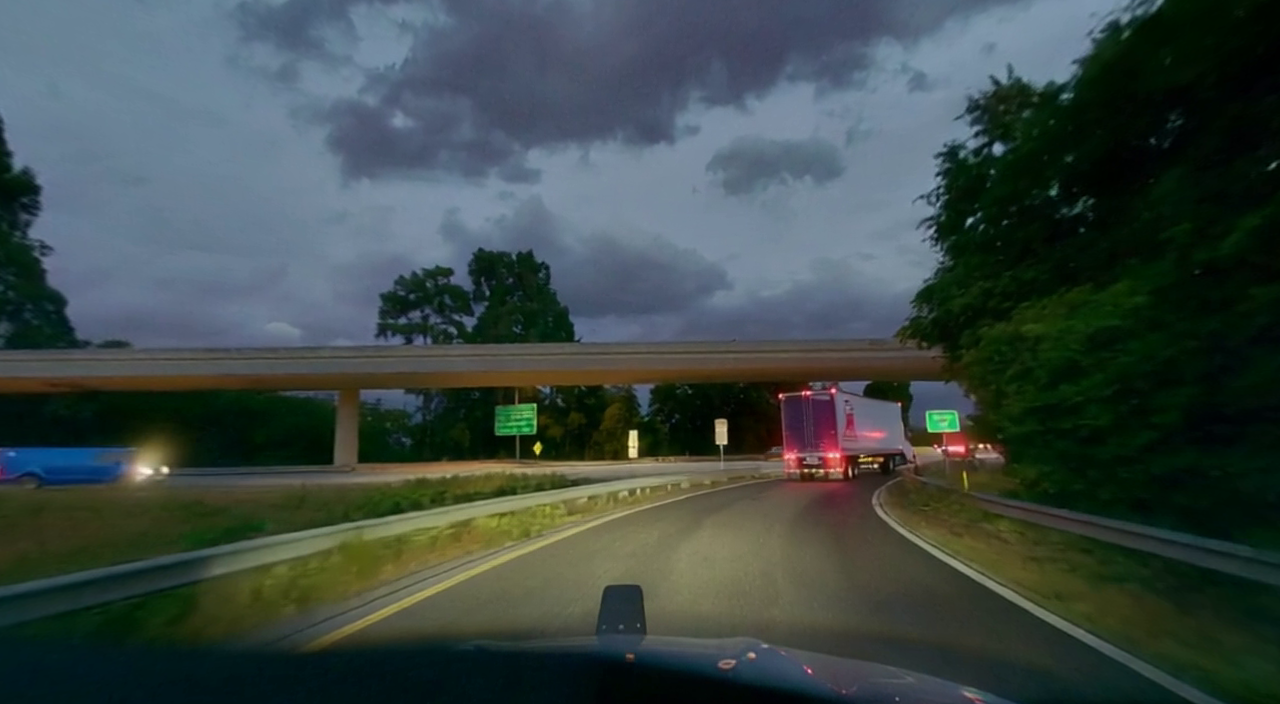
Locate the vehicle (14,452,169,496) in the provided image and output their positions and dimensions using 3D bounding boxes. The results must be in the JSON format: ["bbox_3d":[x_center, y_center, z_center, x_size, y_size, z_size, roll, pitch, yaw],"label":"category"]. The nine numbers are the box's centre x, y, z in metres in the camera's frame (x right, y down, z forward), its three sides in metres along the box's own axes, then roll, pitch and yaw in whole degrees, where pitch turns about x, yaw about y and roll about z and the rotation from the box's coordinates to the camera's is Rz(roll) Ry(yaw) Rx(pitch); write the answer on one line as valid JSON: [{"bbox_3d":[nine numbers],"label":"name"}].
[{"bbox_3d":[-20.309,4.500,23.591,4.024,1.444,1.940,5,-11,-32],"label":"vehicle"}]
